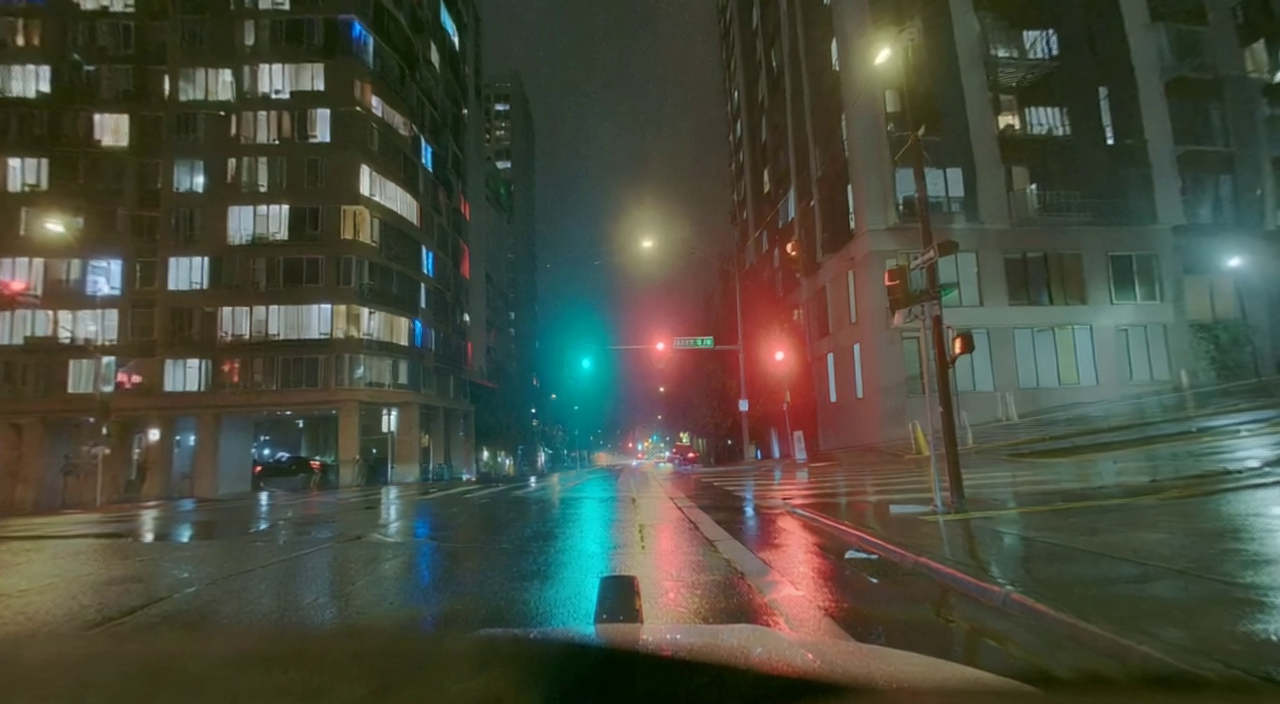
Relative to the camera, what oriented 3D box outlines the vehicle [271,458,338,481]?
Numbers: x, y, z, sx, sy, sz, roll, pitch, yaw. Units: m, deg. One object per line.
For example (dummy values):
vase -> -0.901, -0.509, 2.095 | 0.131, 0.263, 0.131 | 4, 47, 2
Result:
vehicle -> -24.612, 8.659, 46.312 | 3.882, 1.600, 1.768 | 0, -9, 2
